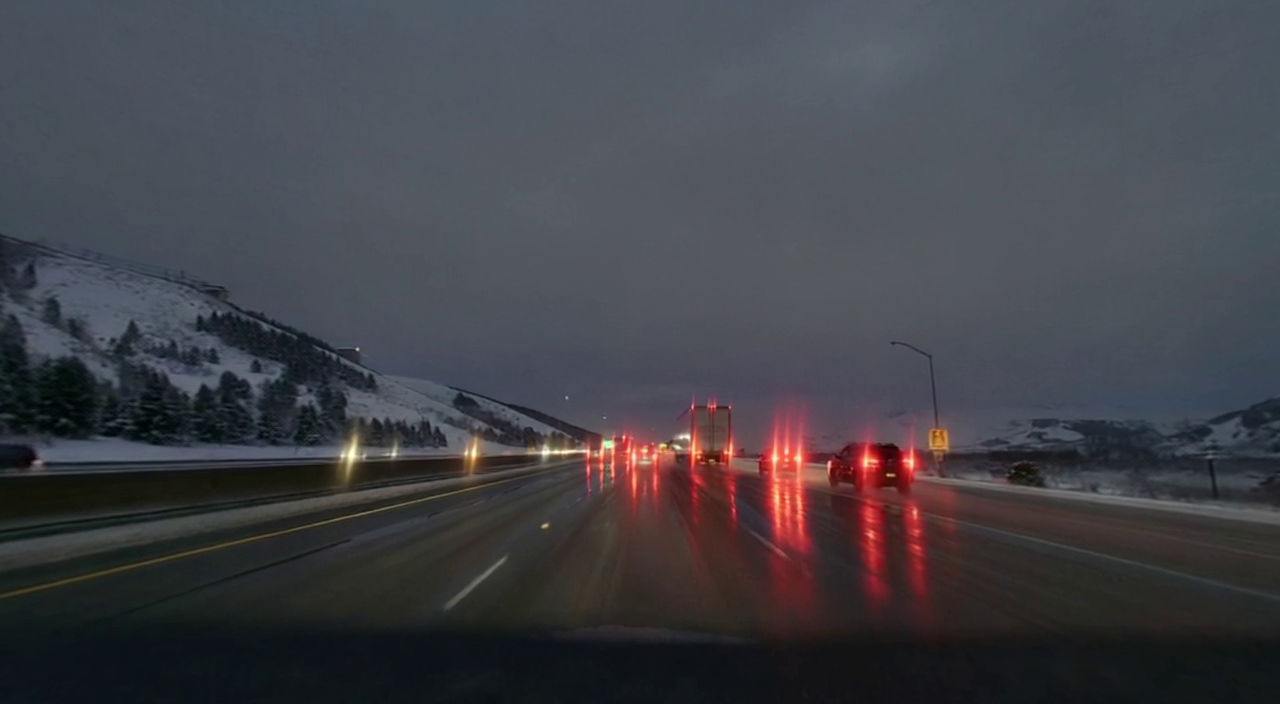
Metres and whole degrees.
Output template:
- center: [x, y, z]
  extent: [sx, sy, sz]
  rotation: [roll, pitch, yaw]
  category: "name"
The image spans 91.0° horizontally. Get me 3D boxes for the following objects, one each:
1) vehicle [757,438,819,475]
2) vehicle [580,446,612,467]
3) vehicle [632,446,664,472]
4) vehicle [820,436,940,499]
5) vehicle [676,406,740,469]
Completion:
- center: [7.822, 5.563, 33.737]
  extent: [2.143, 1.775, 4.729]
  rotation: [0, -9, 0]
  category: "vehicle"
- center: [-3.306, 7.903, 47.740]
  extent: [2.132, 1.506, 4.256]
  rotation: [0, -9, 0]
  category: "vehicle"
- center: [0.478, 6.639, 39.236]
  extent: [1.866, 1.492, 3.932]
  rotation: [0, -9, 0]
  category: "vehicle"
- center: [7.204, 3.505, 19.502]
  extent: [2.044, 1.676, 4.421]
  rotation: [0, -9, 1]
  category: "vehicle"
- center: [4.244, 5.756, 41.810]
  extent: [3.130, 3.607, 11.129]
  rotation: [0, -9, 1]
  category: "vehicle"
